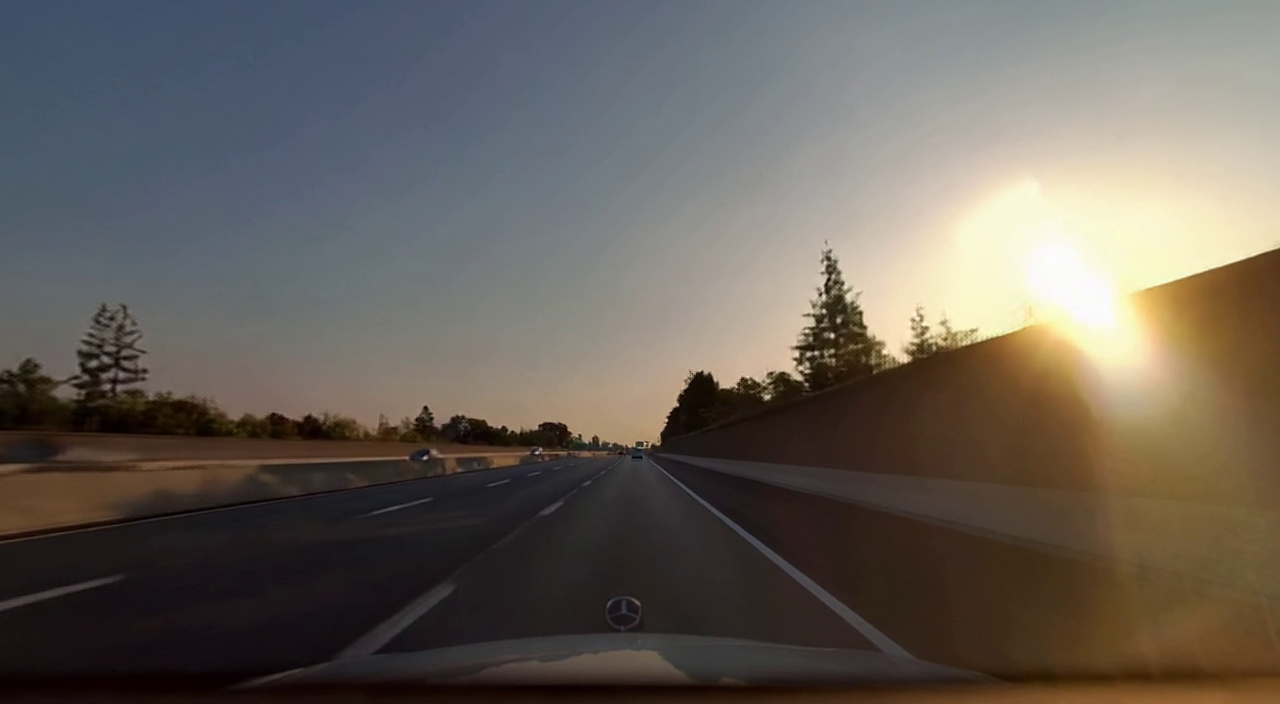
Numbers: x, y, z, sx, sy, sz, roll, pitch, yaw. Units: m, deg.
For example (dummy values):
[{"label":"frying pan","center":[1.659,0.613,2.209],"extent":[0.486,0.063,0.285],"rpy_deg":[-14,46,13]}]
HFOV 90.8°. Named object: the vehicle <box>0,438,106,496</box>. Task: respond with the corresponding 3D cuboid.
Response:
[{"label":"vehicle","center":[-19.875,3.594,19.870],"extent":[1.812,1.678,4.844],"rpy_deg":[0,-9,0]}]
